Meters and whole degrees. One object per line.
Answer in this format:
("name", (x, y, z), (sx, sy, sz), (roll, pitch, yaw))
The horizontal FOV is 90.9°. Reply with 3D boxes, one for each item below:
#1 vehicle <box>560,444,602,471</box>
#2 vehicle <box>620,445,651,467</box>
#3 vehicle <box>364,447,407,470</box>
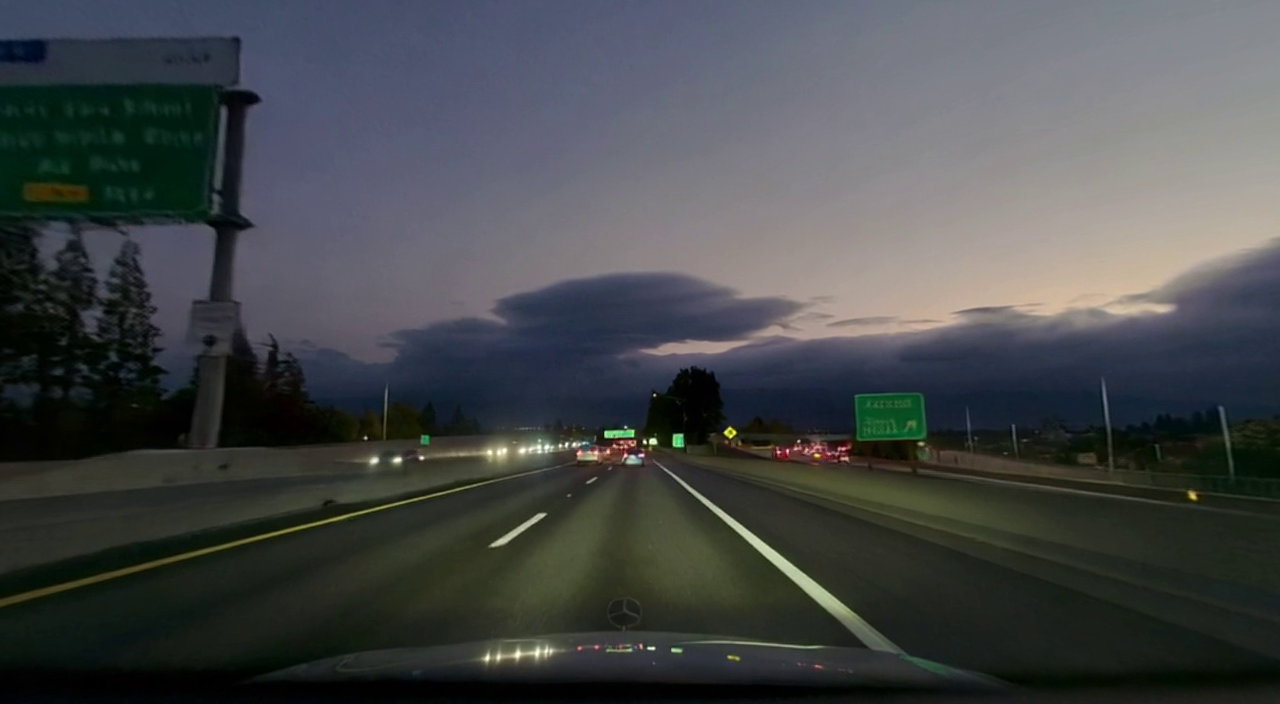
("vehicle", (-3.512, 6.370, 38.408), (2.067, 1.509, 4.551), (0, -8, 0))
("vehicle", (-0.330, 7.360, 44.853), (2.100, 1.471, 3.956), (0, -8, 0))
("vehicle", (-16.939, 7.090, 42.139), (1.457, 1.357, 3.245), (0, -8, 0))
